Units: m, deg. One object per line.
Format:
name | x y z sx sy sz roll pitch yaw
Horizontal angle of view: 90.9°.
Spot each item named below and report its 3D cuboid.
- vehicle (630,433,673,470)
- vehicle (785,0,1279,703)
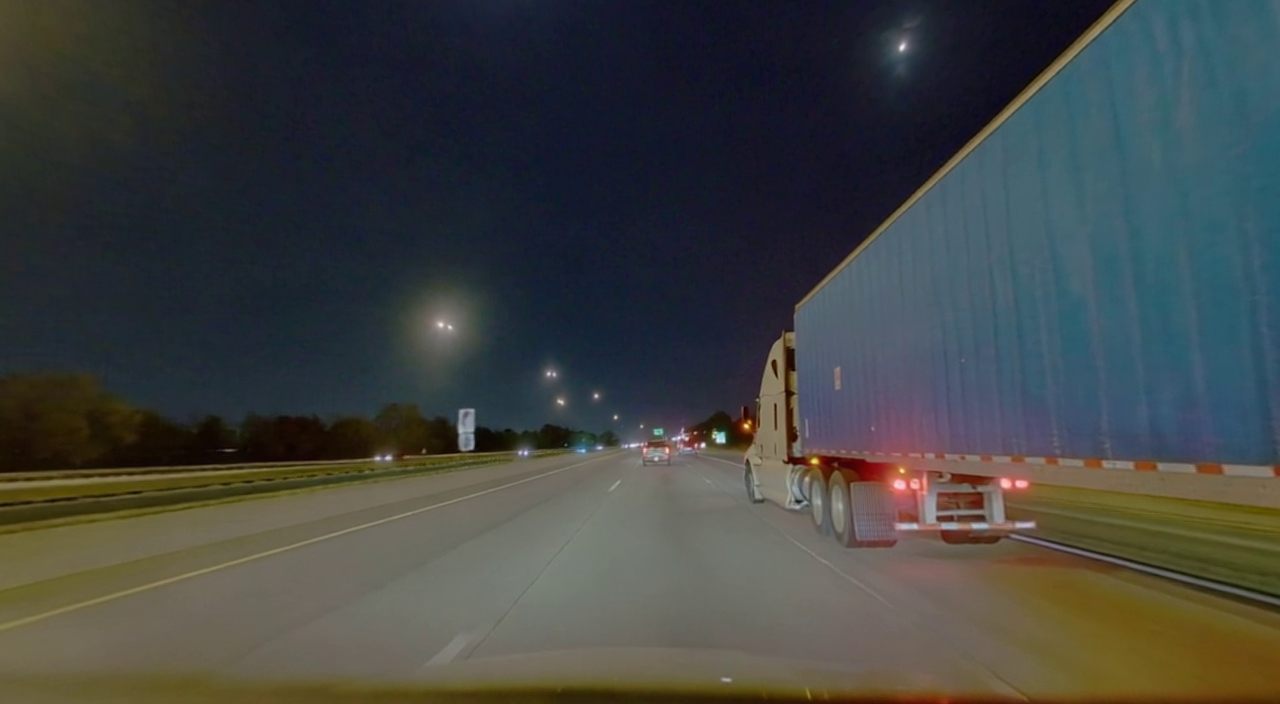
vehicle | 0.610 5.407 34.512 2.205 1.860 4.301 -1 -8 1
vehicle | 4.004 -0.286 3.142 3.019 4.145 16.453 -1 -8 1
